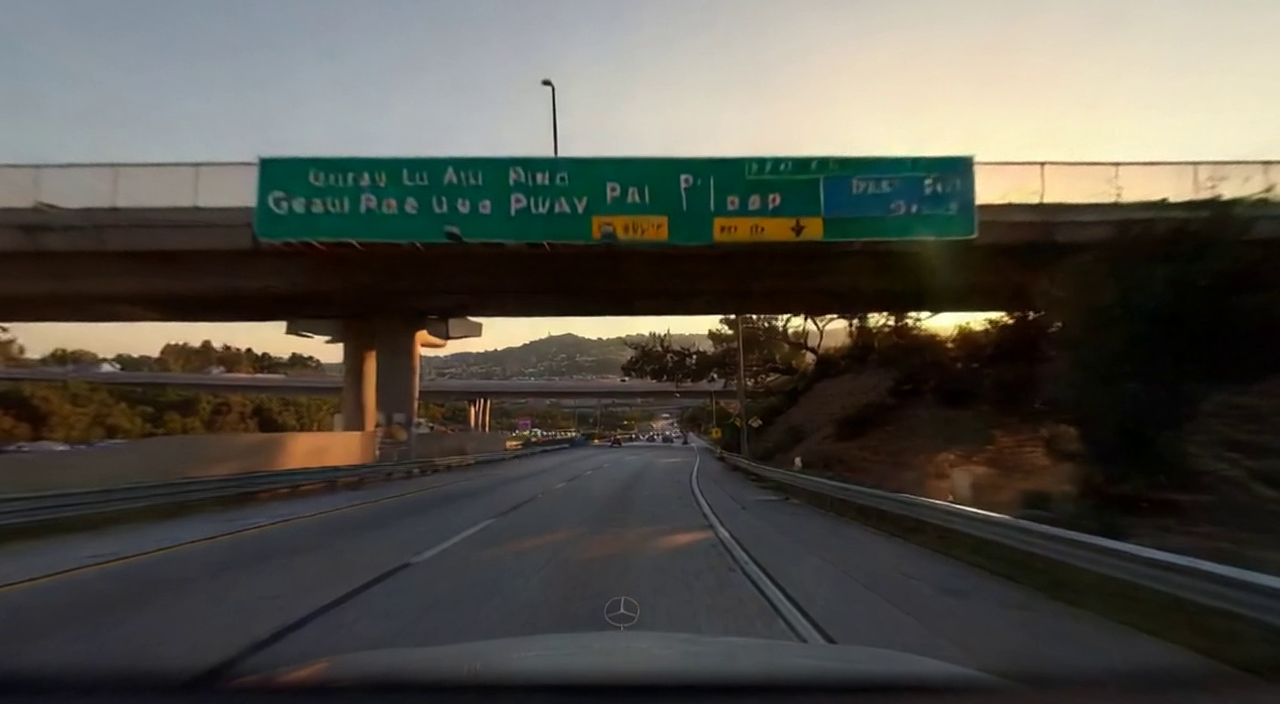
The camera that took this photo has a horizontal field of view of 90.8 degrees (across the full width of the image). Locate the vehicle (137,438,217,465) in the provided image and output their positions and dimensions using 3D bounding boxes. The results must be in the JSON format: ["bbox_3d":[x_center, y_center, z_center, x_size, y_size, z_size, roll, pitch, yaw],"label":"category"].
[{"bbox_3d":[-27.667,5.944,37.942,1.829,1.520,4.505,1,-8,-8],"label":"vehicle"}]

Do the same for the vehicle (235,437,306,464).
[{"bbox_3d":[-22.362,5.968,38.411,2.271,1.537,4.029,1,-8,-7],"label":"vehicle"}]
